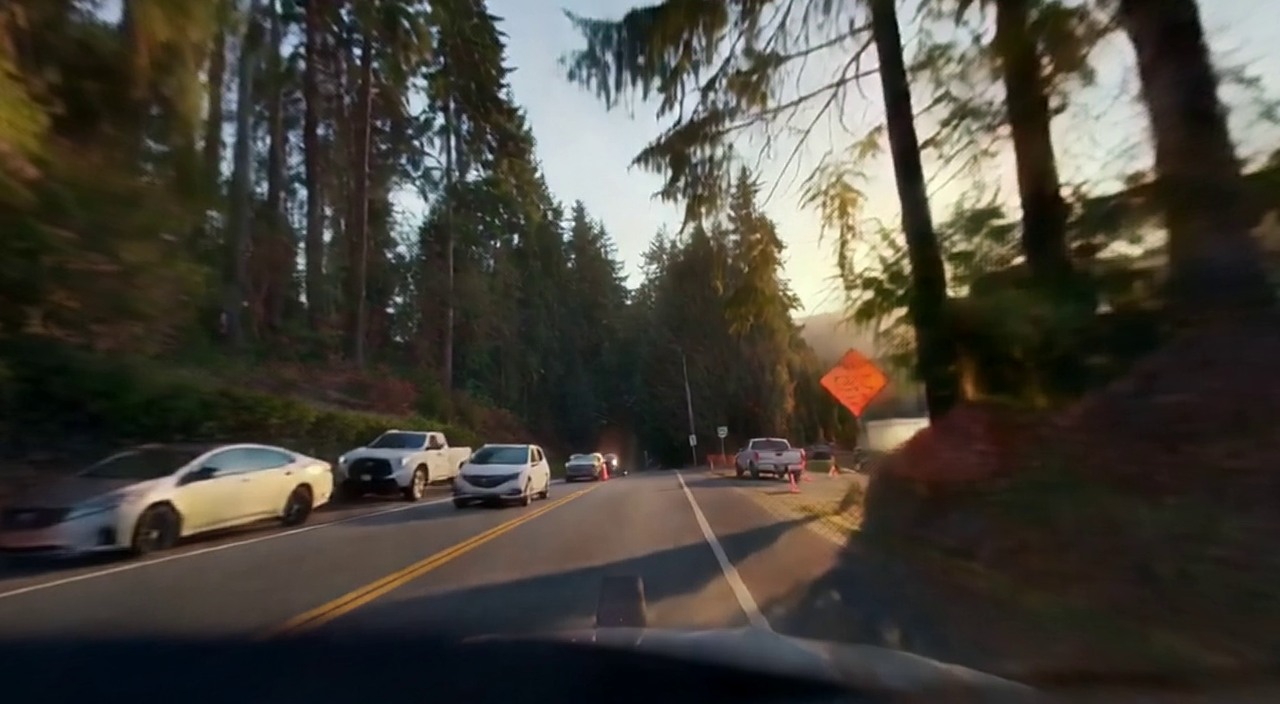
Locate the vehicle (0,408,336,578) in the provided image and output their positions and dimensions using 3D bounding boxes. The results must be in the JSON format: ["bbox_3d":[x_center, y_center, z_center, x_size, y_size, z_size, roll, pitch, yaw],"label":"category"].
[{"bbox_3d":[-7.635,2.060,10.315,2.266,1.944,5.854,0,-8,2],"label":"vehicle"}]

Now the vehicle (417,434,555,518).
[{"bbox_3d":[-3.716,3.084,16.339,2.177,1.803,4.690,0,-8,3],"label":"vehicle"}]

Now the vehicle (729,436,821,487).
[{"bbox_3d":[5.964,4.951,29.052,2.845,2.053,6.457,0,-8,0],"label":"vehicle"}]

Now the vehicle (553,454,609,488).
[{"bbox_3d":[-2.648,5.478,29.331,1.981,1.410,4.162,-1,-9,4],"label":"vehicle"}]
